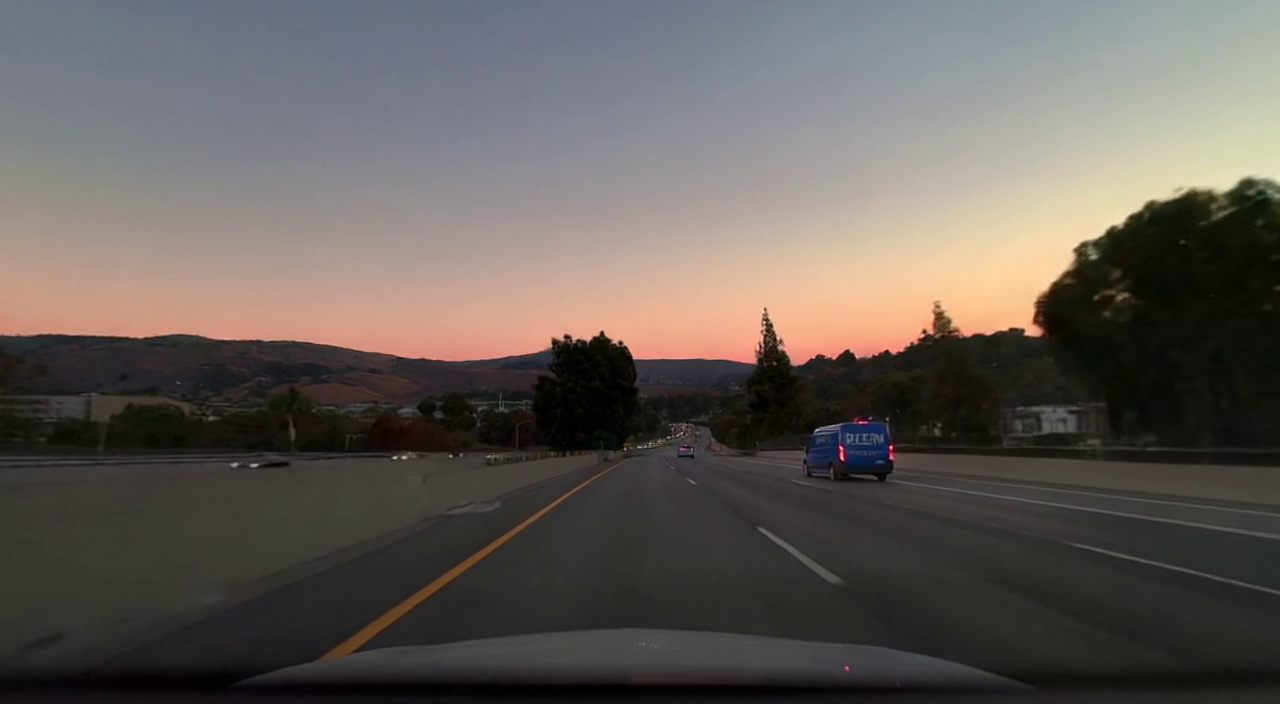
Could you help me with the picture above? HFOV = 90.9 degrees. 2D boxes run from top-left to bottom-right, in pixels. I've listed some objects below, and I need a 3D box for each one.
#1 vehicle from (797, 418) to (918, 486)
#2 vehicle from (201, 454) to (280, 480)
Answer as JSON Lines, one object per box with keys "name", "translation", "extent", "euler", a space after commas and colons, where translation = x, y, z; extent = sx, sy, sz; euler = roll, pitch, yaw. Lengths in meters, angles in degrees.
{"name": "vehicle", "translation": [7.422, 3.491, 22.332], "extent": [2.275, 2.059, 5.543], "euler": [0, -8, 0]}
{"name": "vehicle", "translation": [-25.051, 7.183, 39.741], "extent": [1.872, 1.450, 4.701], "euler": [0, -8, 0]}
